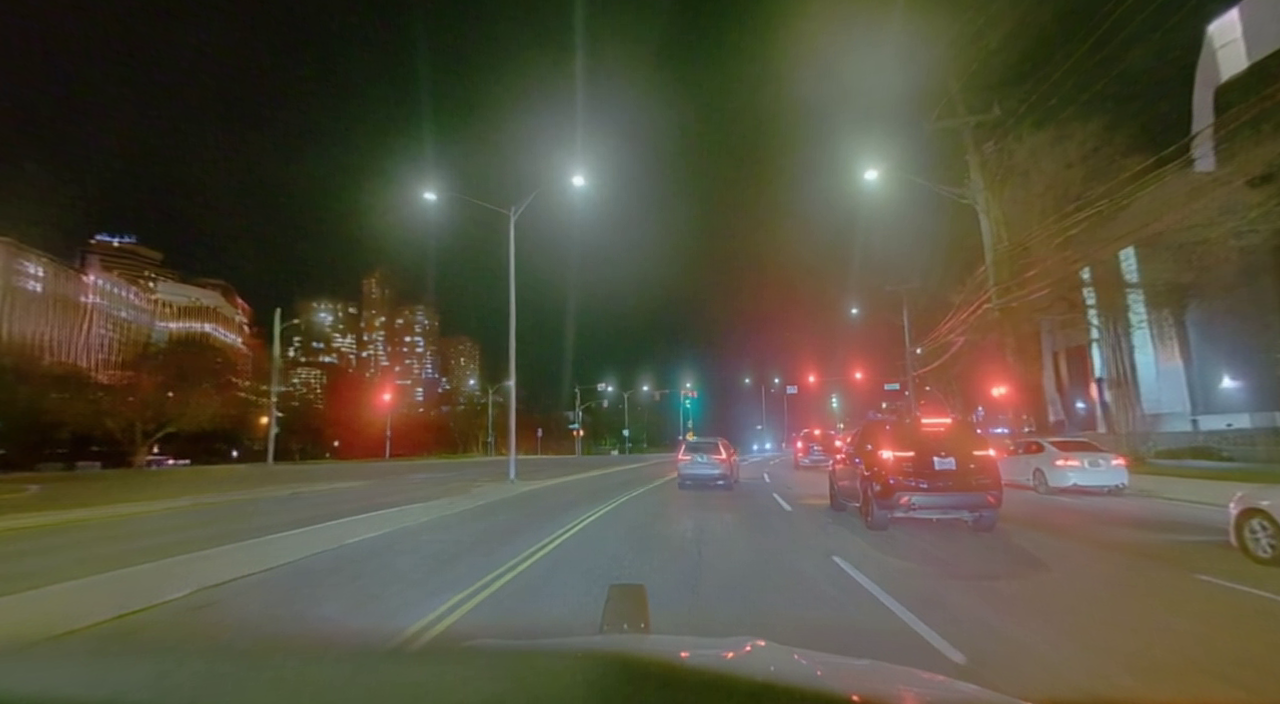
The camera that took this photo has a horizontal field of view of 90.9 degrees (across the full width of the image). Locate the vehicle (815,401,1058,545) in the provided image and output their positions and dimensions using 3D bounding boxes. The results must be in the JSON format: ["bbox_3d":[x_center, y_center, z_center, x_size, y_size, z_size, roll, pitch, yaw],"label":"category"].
[{"bbox_3d":[4.464,1.900,10.556,2.119,1.810,4.848,-1,-8,6],"label":"vehicle"}]

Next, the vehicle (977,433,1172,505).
[{"bbox_3d":[10.165,2.746,15.282,1.882,1.463,4.543,-1,-9,7],"label":"vehicle"}]

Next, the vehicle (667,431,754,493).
[{"bbox_3d":[2.084,3.084,17.998,2.168,1.527,4.174,-1,-9,8],"label":"vehicle"}]
